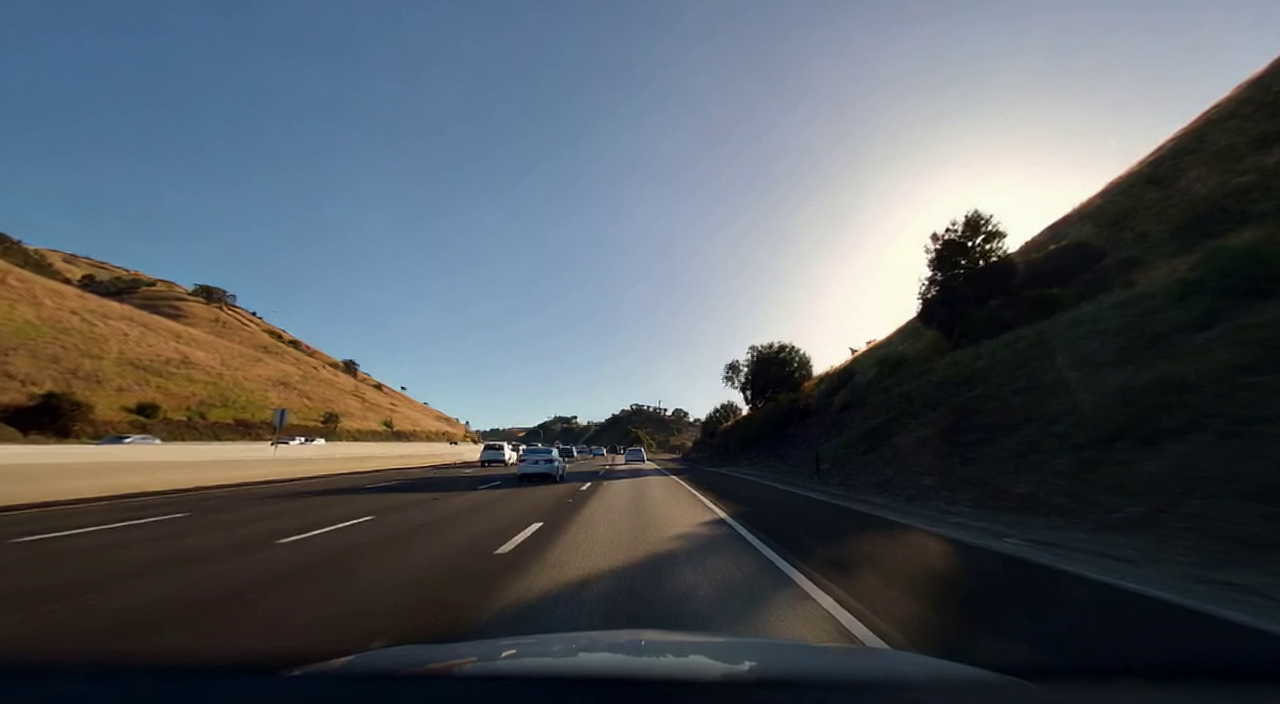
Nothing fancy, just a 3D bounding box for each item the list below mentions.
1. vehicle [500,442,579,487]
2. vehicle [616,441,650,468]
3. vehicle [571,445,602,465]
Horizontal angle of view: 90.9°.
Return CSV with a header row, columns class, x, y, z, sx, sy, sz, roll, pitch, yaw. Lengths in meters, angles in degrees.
class,x,y,z,sx,sy,sz,roll,pitch,yaw
vehicle,-3.571,4.102,23.413,2.080,1.505,4.649,0,-8,1
vehicle,-0.523,6.884,42.455,2.138,1.674,4.044,0,-8,-2
vehicle,-4.153,8.112,49.967,2.099,1.467,4.275,0,-8,0
